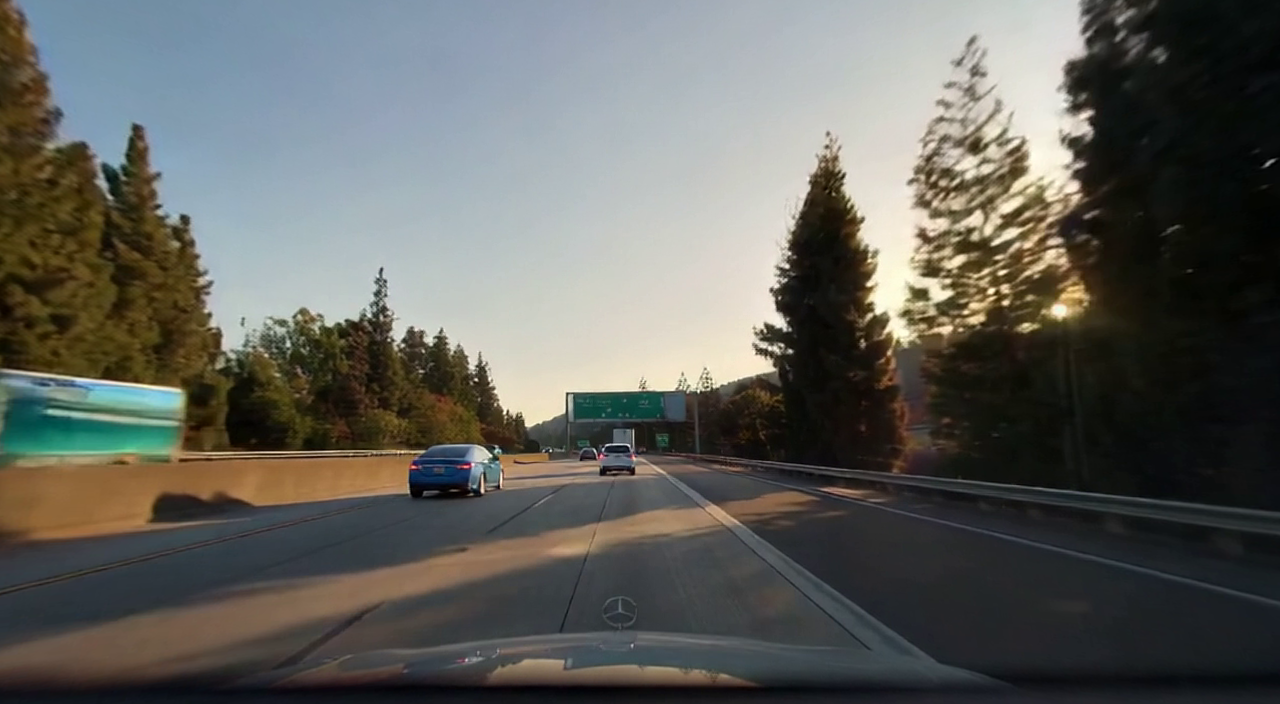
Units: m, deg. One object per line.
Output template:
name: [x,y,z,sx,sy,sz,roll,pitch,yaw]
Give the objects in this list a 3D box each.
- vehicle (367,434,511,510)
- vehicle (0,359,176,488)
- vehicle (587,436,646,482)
vehicle: [-4.781,2.921,15.776,2.103,1.588,4.709,0,-9,0]
vehicle: [-18.403,2.247,18.809,2.771,3.371,8.087,0,-9,-1]
vehicle: [-0.934,4.352,25.768,2.220,1.711,4.056,0,-9,-1]
